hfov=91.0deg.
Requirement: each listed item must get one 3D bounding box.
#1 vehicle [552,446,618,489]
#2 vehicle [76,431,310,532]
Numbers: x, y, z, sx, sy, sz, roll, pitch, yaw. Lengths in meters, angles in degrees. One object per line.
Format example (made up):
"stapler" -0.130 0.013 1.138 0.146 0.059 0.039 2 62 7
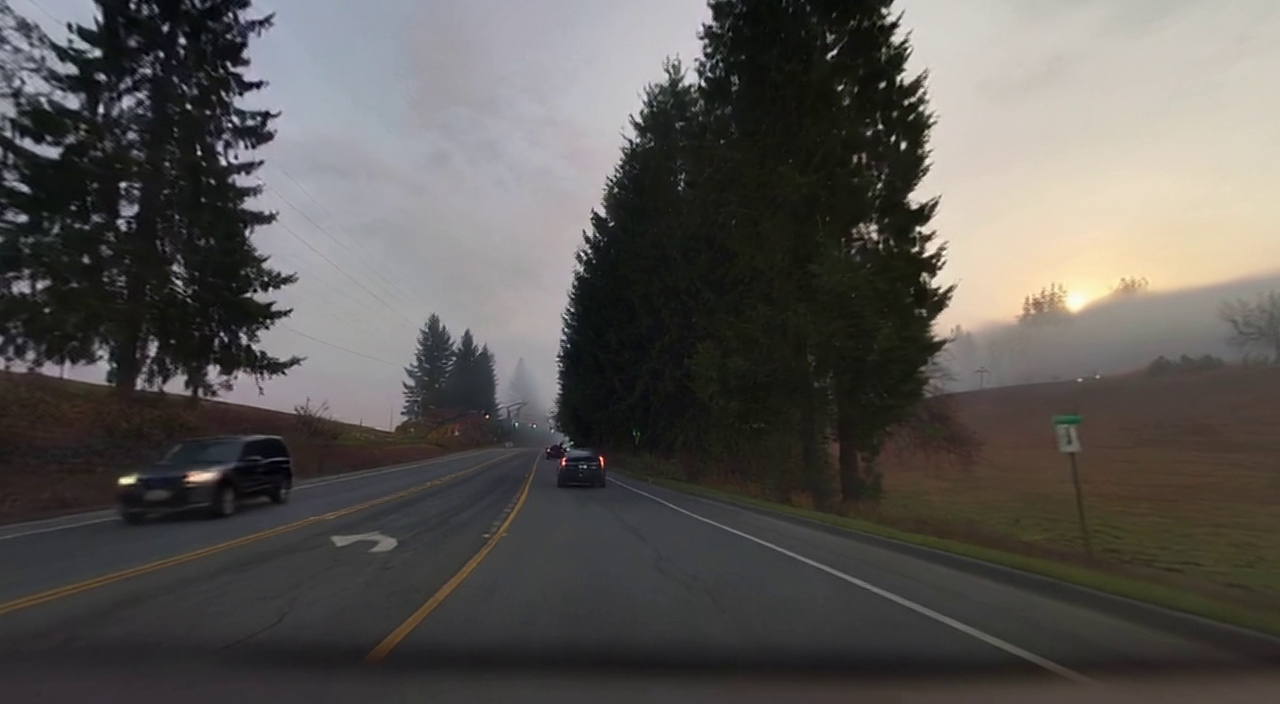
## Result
"vehicle" -2.206 4.373 24.244 2.296 1.510 4.068 1 -9 -8
"vehicle" -8.357 2.410 12.310 1.894 1.621 3.900 1 -8 -5
